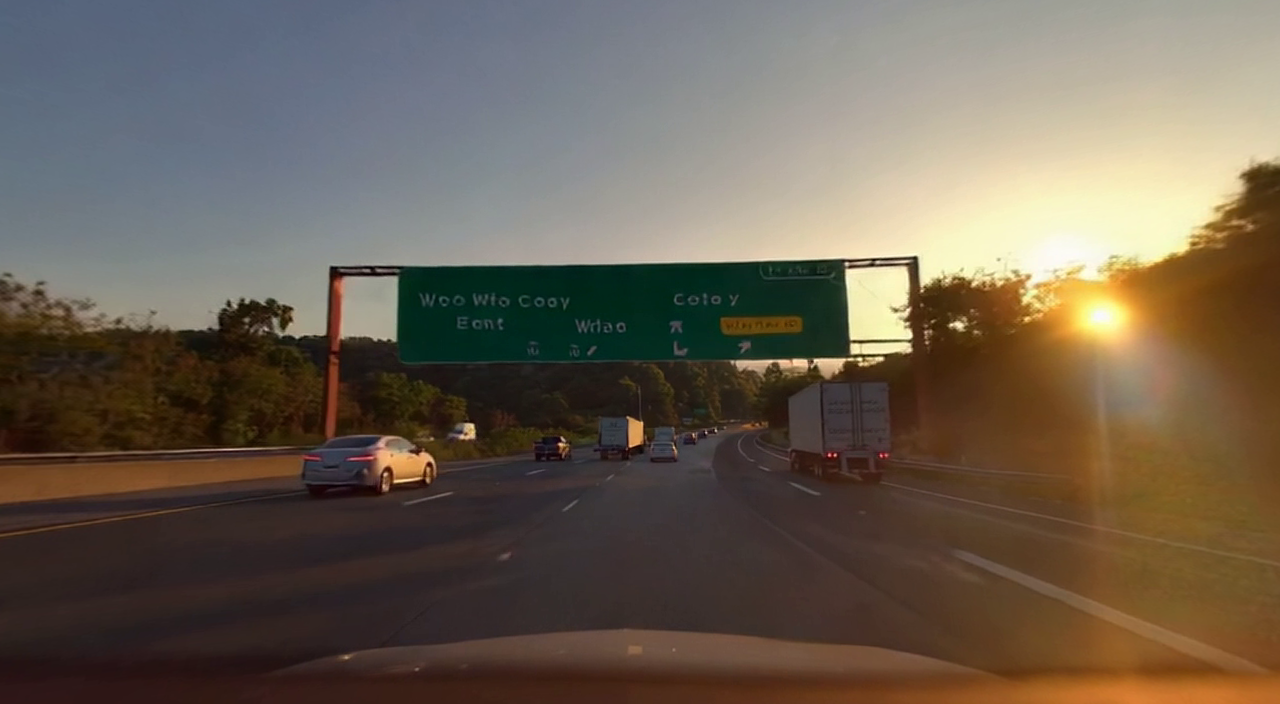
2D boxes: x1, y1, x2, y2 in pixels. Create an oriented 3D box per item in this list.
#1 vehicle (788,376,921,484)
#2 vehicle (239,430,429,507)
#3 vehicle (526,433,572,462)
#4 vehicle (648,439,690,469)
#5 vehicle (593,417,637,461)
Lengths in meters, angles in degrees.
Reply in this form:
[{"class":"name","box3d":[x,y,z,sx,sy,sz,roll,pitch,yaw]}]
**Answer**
[{"class":"vehicle","box3d":[7.833,3.080,24.265,2.895,3.484,7.631,-1,-8,4]},{"class":"vehicle","box3d":[-6.738,2.612,14.626,1.950,1.485,4.589,0,-8,2]},{"class":"vehicle","box3d":[-6.265,6.657,44.065,2.272,1.850,5.156,0,-8,2]},{"class":"vehicle","box3d":[1.509,5.453,33.879,2.105,1.502,4.068,0,-8,1]},{"class":"vehicle","box3d":[-1.824,6.810,49.278,2.745,3.156,7.608,0,-8,3]}]
